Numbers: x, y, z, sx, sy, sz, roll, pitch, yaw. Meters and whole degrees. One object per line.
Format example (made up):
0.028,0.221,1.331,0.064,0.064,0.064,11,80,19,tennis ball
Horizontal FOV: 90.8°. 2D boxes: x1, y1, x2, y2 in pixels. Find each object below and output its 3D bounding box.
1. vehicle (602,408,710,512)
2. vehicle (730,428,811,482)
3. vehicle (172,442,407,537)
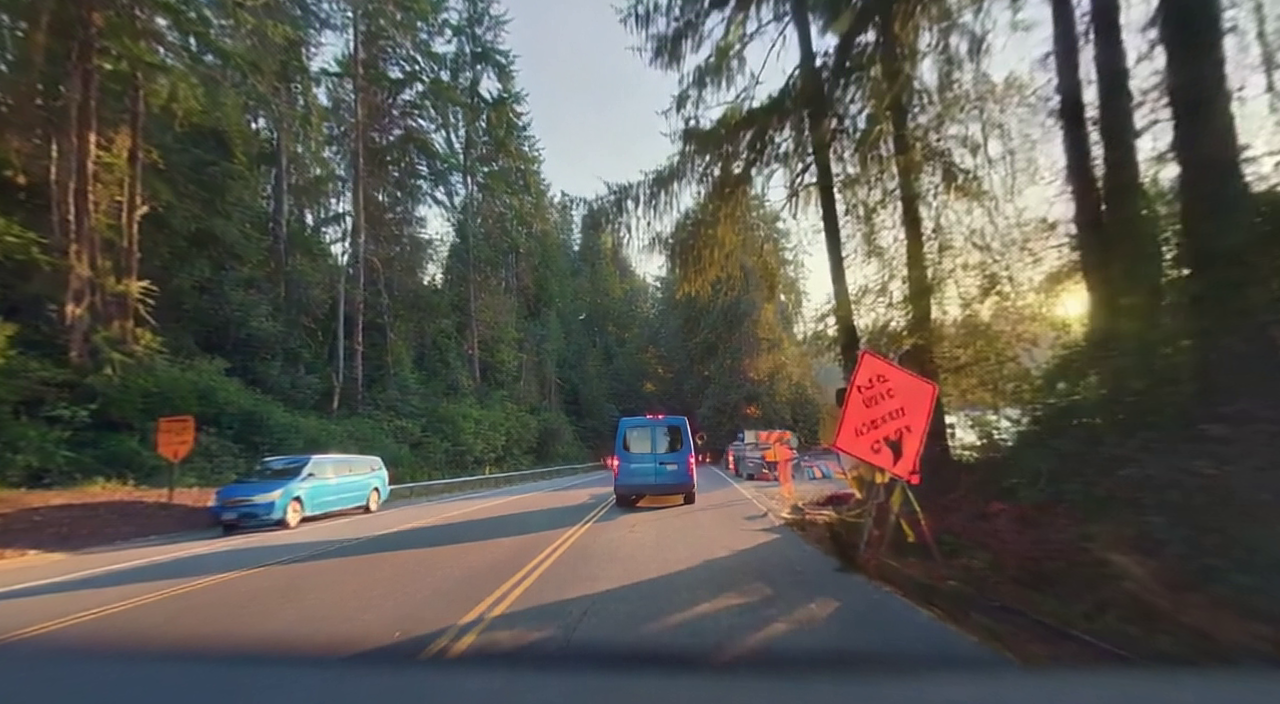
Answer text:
0.527,2.732,16.340,2.362,2.247,4.892,-1,-9,5,vehicle
5.484,4.492,27.836,2.833,2.033,7.668,-1,-9,7,vehicle
-7.950,3.137,15.316,2.055,1.809,5.906,-1,-9,3,vehicle
